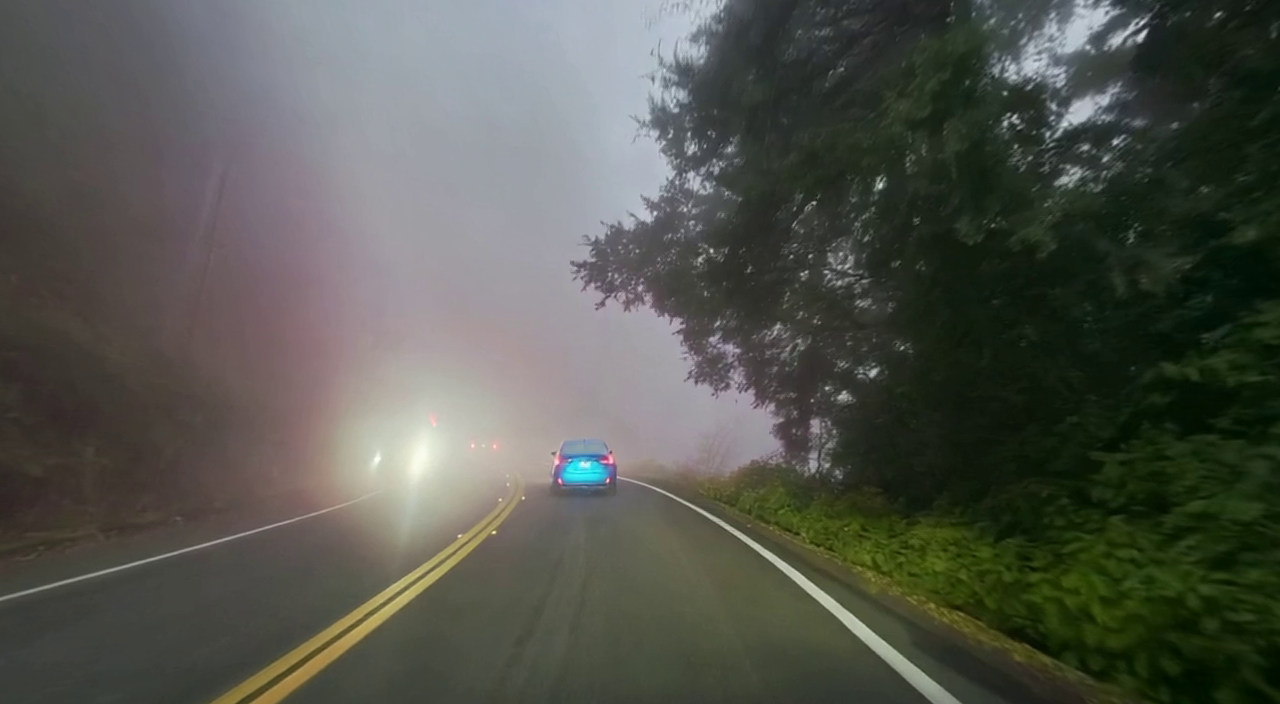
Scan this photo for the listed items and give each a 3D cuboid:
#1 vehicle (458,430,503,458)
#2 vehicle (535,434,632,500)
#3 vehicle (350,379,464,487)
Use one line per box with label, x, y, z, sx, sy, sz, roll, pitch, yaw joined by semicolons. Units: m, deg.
vehicle;-12.392;7.130;48.712;2.376;2.051;5.598;4;-9;-23
vehicle;-1.640;2.985;16.789;2.259;1.503;4.075;1;-9;-9
vehicle;-7.657;2.778;21.391;2.364;3.191;4.942;1;-8;-6
